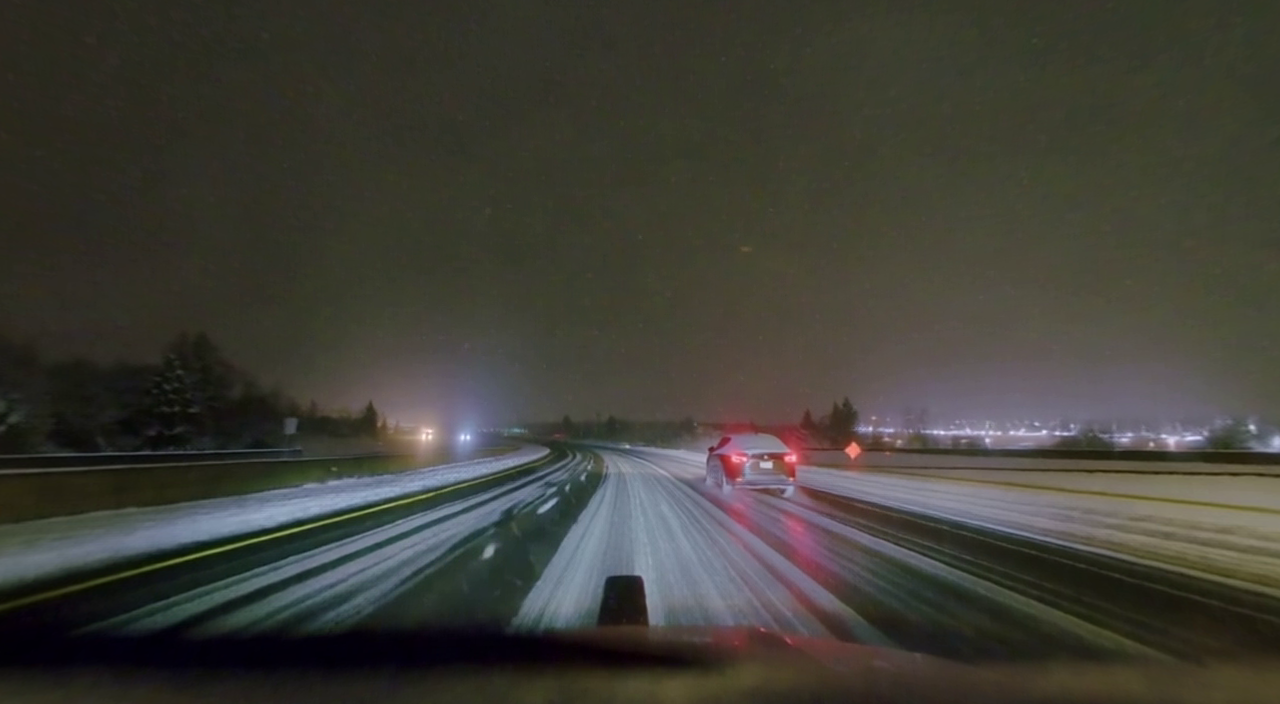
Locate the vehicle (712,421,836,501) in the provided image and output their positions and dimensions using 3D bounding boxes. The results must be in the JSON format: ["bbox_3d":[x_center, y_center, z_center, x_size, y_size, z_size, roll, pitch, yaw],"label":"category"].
[{"bbox_3d":[3.145,2.674,15.812,2.059,1.715,4.192,0,-8,-2],"label":"vehicle"}]
